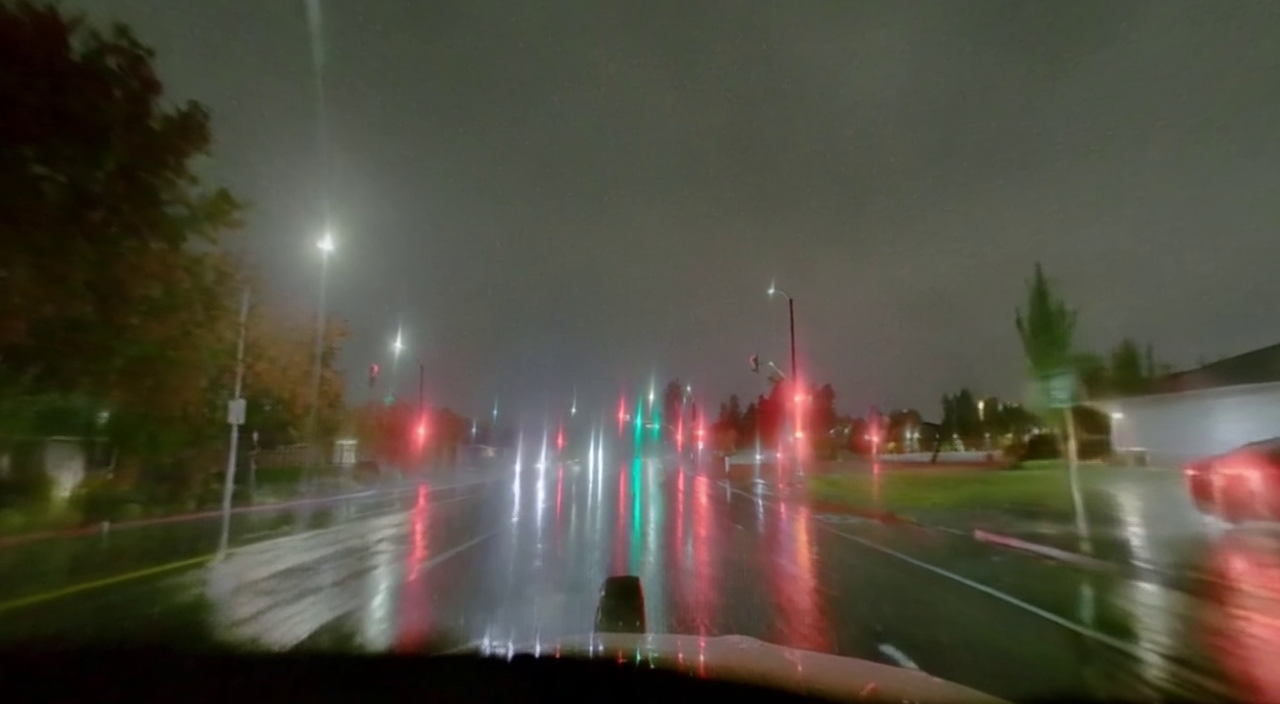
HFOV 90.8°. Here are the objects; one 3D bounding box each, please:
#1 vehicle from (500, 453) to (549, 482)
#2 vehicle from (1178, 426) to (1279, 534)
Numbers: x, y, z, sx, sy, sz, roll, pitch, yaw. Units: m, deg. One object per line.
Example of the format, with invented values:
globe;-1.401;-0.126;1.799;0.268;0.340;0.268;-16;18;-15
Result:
vehicle;-7.623;7.646;42.236;2.262;1.761;4.966;0;-9;1
vehicle;11.037;1.860;9.326;4.261;1.486;2.023;0;-9;0
